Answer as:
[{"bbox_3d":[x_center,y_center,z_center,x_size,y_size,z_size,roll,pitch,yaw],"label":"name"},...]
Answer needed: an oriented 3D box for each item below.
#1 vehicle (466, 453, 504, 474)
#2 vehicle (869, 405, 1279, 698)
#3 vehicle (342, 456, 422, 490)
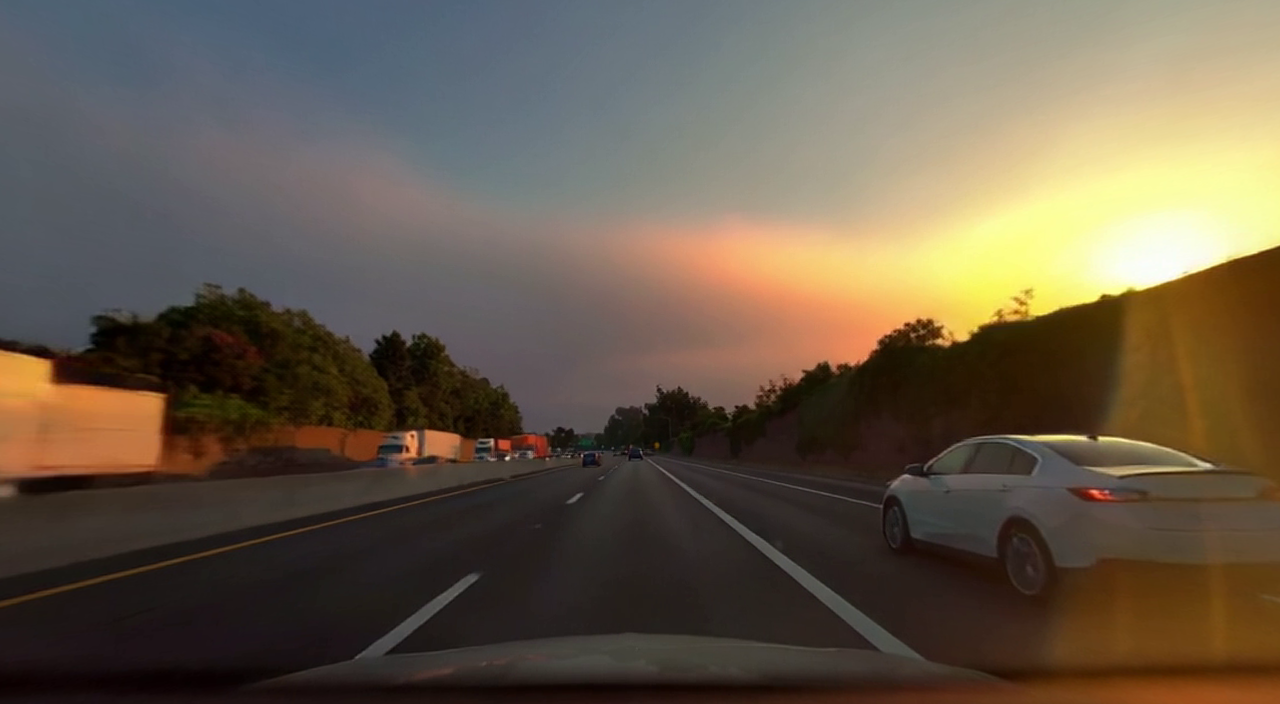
[{"bbox_3d":[-11.827,8.518,48.327,1.859,1.455,4.185,0,-9,1],"label":"vehicle"},{"bbox_3d":[3.889,1.371,5.523,2.053,1.504,4.386,0,-9,-1],"label":"vehicle"},{"bbox_3d":[-12.077,5.675,29.850,1.950,1.416,4.429,0,-9,0],"label":"vehicle"}]
